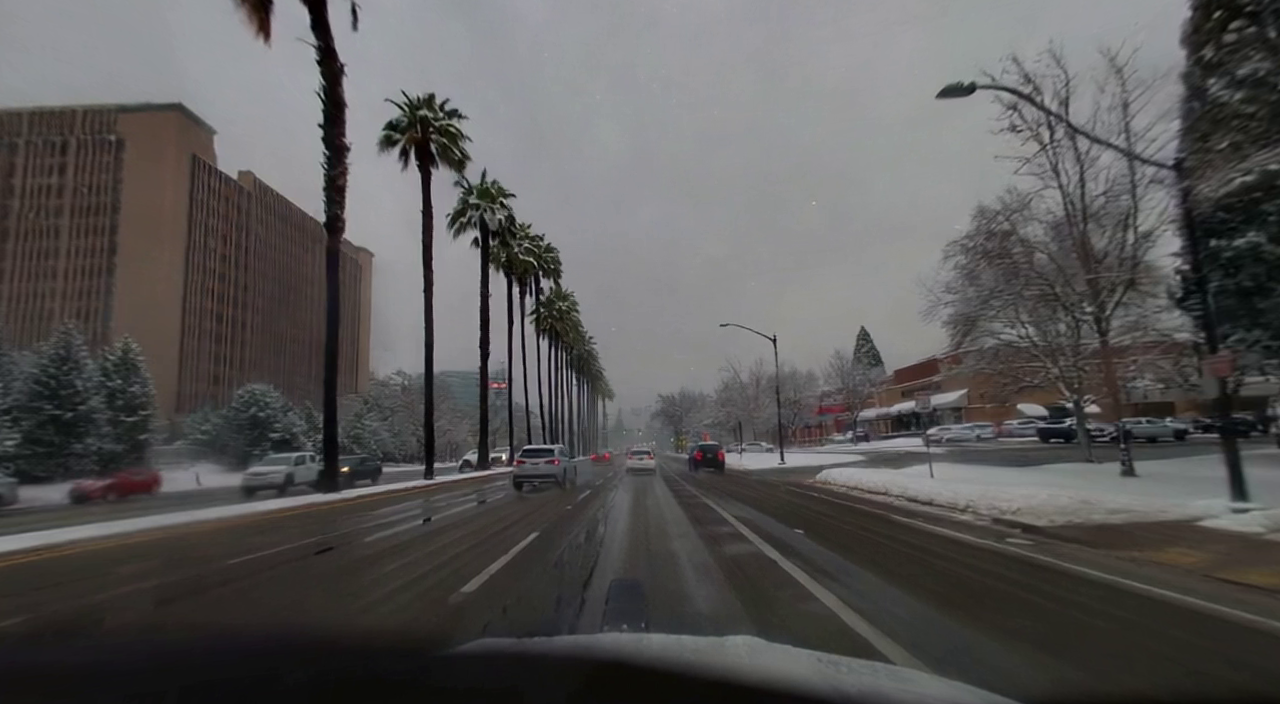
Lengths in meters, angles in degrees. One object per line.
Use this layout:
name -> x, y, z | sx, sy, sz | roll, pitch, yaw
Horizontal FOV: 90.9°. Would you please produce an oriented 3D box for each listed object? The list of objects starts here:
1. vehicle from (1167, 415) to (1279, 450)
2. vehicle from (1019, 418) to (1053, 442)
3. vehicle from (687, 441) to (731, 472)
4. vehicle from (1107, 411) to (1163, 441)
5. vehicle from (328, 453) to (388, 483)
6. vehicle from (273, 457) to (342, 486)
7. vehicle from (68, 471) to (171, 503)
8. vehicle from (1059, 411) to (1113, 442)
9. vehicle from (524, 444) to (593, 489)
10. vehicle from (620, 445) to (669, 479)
vehicle -> 27.276, 3.715, 28.822 | 1.815, 1.463, 4.379 | 3, -9, -21
vehicle -> 27.932, 5.554, 44.526 | 1.781, 1.592, 3.879 | -5, -10, 30
vehicle -> 4.151, 6.363, 38.557 | 2.108, 1.785, 4.334 | 0, -9, -1
vehicle -> 30.572, 4.615, 39.032 | 1.955, 1.709, 4.014 | -5, -10, 28
vehicle -> -17.149, 7.053, 38.574 | 1.831, 1.611, 3.912 | 0, -9, 1
vehicle -> -20.848, 7.491, 39.724 | 1.954, 1.588, 4.170 | -1, -9, 1
vehicle -> -28.896, 7.461, 35.188 | 1.838, 1.469, 4.556 | -1, -9, 1
vehicle -> 27.762, 4.731, 39.368 | 2.102, 1.779, 4.903 | -5, -10, 28
vehicle -> -2.935, 4.206, 23.605 | 1.908, 1.505, 4.369 | -1, -8, 1
vehicle -> 0.228, 5.167, 29.885 | 2.147, 1.507, 3.953 | 0, -8, 0
